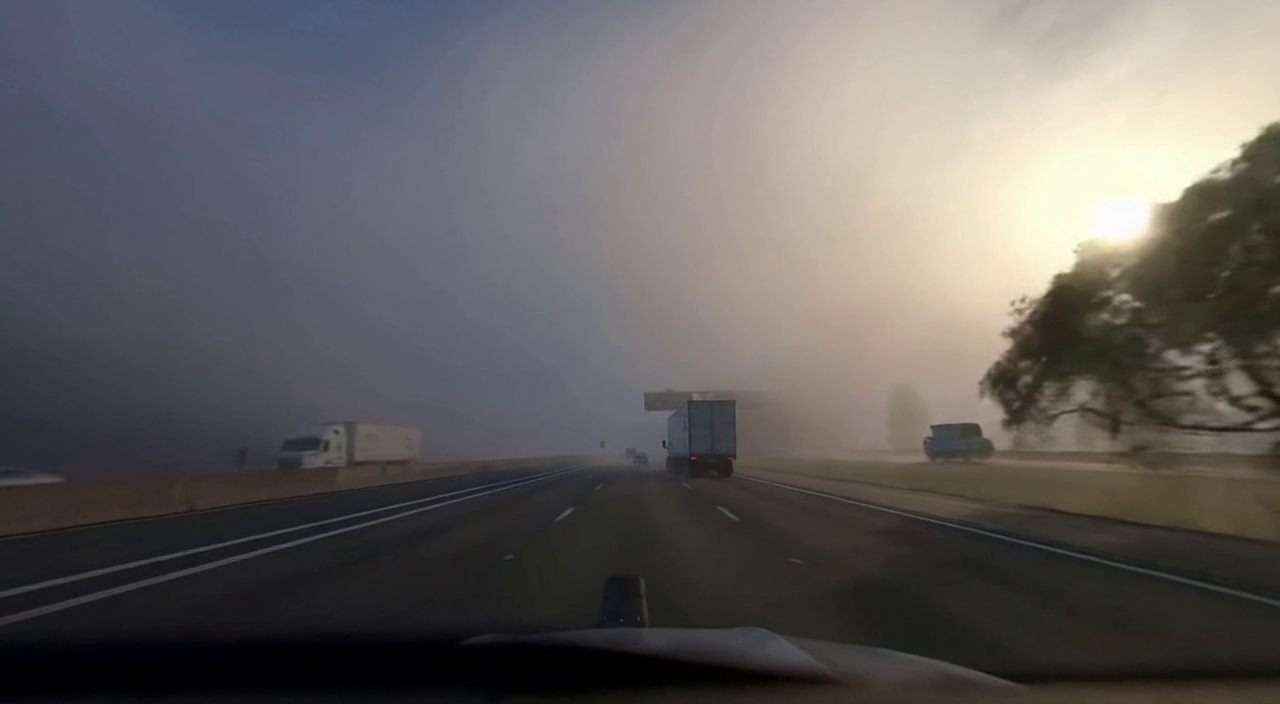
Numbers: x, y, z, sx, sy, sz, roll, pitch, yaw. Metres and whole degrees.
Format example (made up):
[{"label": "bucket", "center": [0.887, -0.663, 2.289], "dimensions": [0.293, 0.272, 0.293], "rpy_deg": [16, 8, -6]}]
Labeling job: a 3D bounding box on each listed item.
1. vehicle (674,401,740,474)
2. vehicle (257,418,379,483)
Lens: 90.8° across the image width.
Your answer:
[{"label": "vehicle", "center": [4.281, 5.974, 43.460], "dimensions": [3.058, 4.312, 12.251], "rpy_deg": [0, -9, 0]}, {"label": "vehicle", "center": [-20.390, 6.337, 40.649], "dimensions": [3.723, 3.739, 7.536], "rpy_deg": [0, -9, 0]}]
